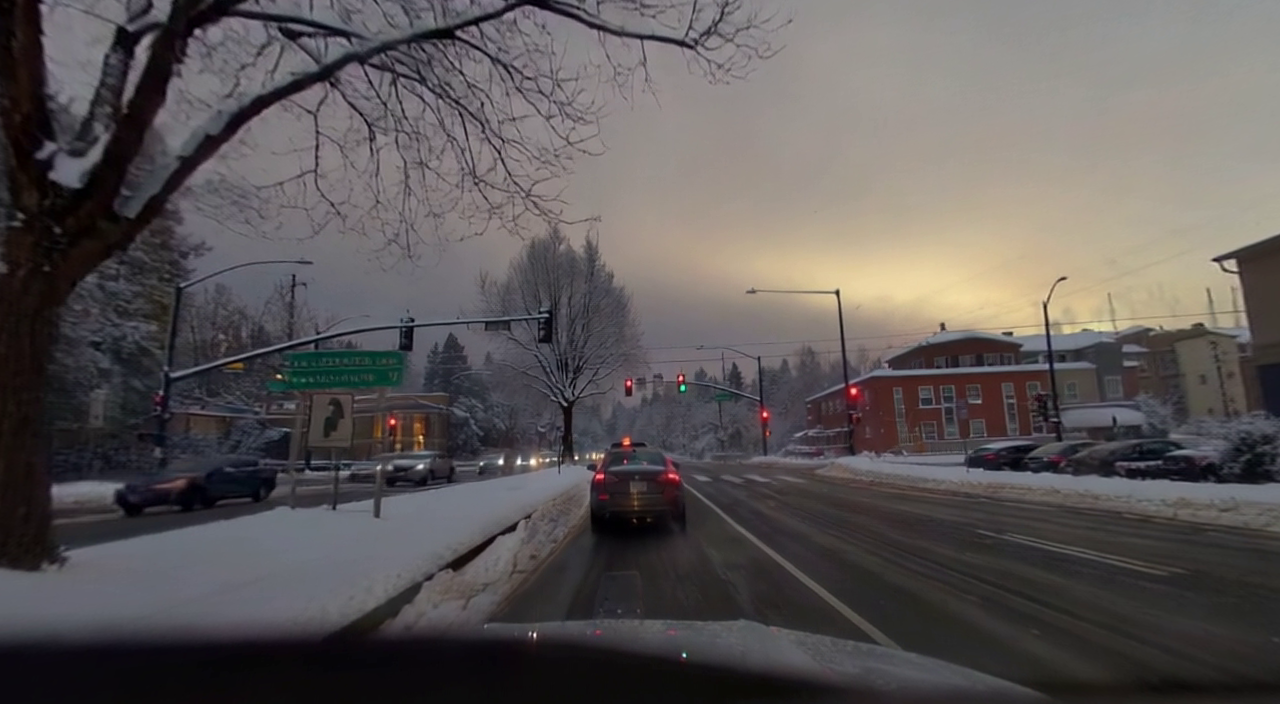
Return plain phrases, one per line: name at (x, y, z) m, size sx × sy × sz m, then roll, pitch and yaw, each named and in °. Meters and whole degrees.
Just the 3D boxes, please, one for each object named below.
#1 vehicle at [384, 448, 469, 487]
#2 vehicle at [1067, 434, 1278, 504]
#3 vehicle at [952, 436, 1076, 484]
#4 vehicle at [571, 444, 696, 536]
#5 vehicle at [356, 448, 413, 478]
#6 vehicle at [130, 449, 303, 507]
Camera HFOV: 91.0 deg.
vehicle at (-8.740, 4.740, 26.233) m, size 1.994 × 1.474 × 4.411 m, roll 0°, pitch -9°, yaw 0°
vehicle at (13.082, 2.884, 15.859) m, size 1.859 × 1.525 × 3.948 m, roll 0°, pitch -9°, yaw 1°
vehicle at (13.072, 3.797, 22.310) m, size 1.887 × 1.504 × 3.898 m, roll 0°, pitch -9°, yaw -2°
vehicle at (-0.188, 2.541, 12.221) m, size 2.010 × 1.447 × 4.121 m, roll 0°, pitch -9°, yaw -3°
vehicle at (-16.101, 7.022, 39.936) m, size 1.936 × 1.733 × 4.087 m, roll -1°, pitch -10°, yaw -1°
vehicle at (-12.292, 3.648, 18.718) m, size 2.125 × 1.495 × 4.308 m, roll 0°, pitch -9°, yaw 0°
